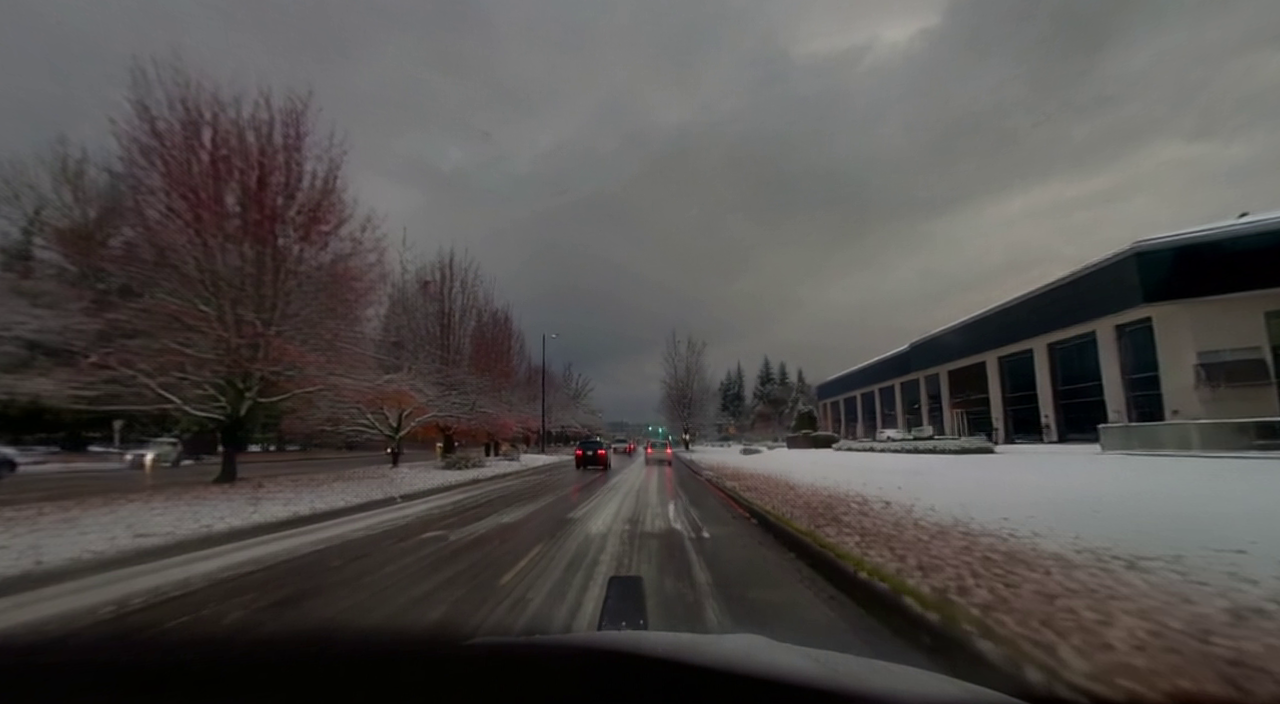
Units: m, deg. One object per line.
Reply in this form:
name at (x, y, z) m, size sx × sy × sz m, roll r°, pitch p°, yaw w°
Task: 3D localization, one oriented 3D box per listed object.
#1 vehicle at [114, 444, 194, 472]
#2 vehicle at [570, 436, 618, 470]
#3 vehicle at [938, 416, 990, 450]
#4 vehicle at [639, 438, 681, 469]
vehicle at (-35.369, 7.688, 45.991) m, size 1.945 × 1.946 × 4.808 m, roll 0°, pitch -8°, yaw 0°
vehicle at (-2.375, 5.326, 33.423) m, size 2.197 × 1.709 × 4.069 m, roll 0°, pitch -8°, yaw 1°
vehicle at (24.207, 6.083, 47.123) m, size 2.673 × 2.486 × 2.062 m, roll 0°, pitch -8°, yaw 2°
vehicle at (1.028, 5.201, 32.442) m, size 2.040 × 1.493 × 3.682 m, roll 0°, pitch -8°, yaw 1°
